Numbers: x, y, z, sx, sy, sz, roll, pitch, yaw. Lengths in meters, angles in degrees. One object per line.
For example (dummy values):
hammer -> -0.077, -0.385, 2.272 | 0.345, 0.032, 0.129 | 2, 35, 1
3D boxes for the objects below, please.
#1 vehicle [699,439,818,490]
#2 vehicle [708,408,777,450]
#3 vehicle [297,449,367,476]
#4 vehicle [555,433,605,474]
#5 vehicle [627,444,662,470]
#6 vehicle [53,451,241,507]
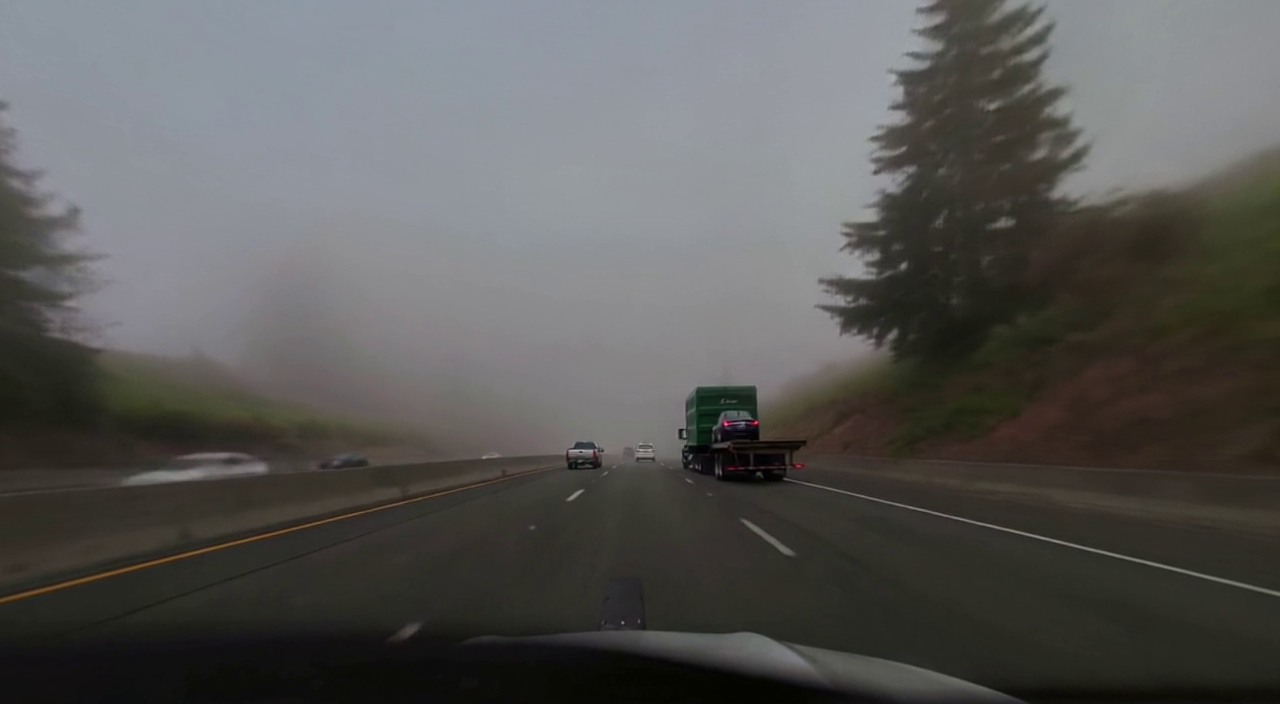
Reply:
vehicle -> 4.135, 4.232, 24.300 | 2.654, 1.574, 9.537 | 0, -9, -1
vehicle -> 4.034, 3.189, 25.443 | 1.968, 1.547, 4.215 | 0, -9, -2
vehicle -> -18.601, 6.672, 38.304 | 1.965, 1.479, 4.478 | 0, -9, 0
vehicle -> -3.116, 5.410, 33.638 | 2.142, 2.044, 4.446 | 0, -9, 1
vehicle -> 0.285, 6.585, 39.695 | 2.086, 1.497, 3.681 | 0, -9, 0
vehicle -> -14.444, 3.707, 18.891 | 2.039, 1.438, 4.371 | 0, -9, 1
